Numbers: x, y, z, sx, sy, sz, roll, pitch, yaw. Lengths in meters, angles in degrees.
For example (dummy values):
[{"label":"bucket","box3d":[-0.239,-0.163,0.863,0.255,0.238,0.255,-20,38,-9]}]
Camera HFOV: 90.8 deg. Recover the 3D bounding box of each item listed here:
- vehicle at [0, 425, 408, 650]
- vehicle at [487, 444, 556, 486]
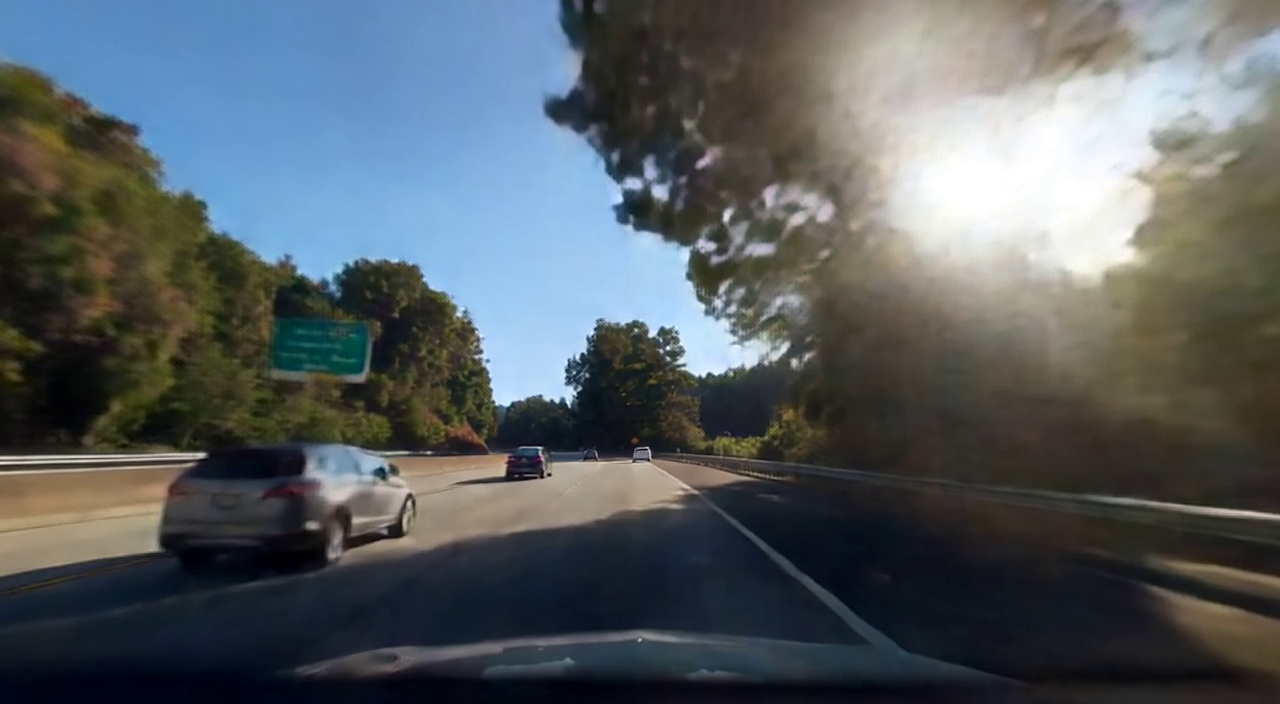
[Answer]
[{"label":"vehicle","box3d":[-3.985,1.532,6.214,1.897,1.481,3.859,0,-8,0]},{"label":"vehicle","box3d":[-4.534,4.373,24.808,1.838,1.508,4.317,0,-8,0]}]
